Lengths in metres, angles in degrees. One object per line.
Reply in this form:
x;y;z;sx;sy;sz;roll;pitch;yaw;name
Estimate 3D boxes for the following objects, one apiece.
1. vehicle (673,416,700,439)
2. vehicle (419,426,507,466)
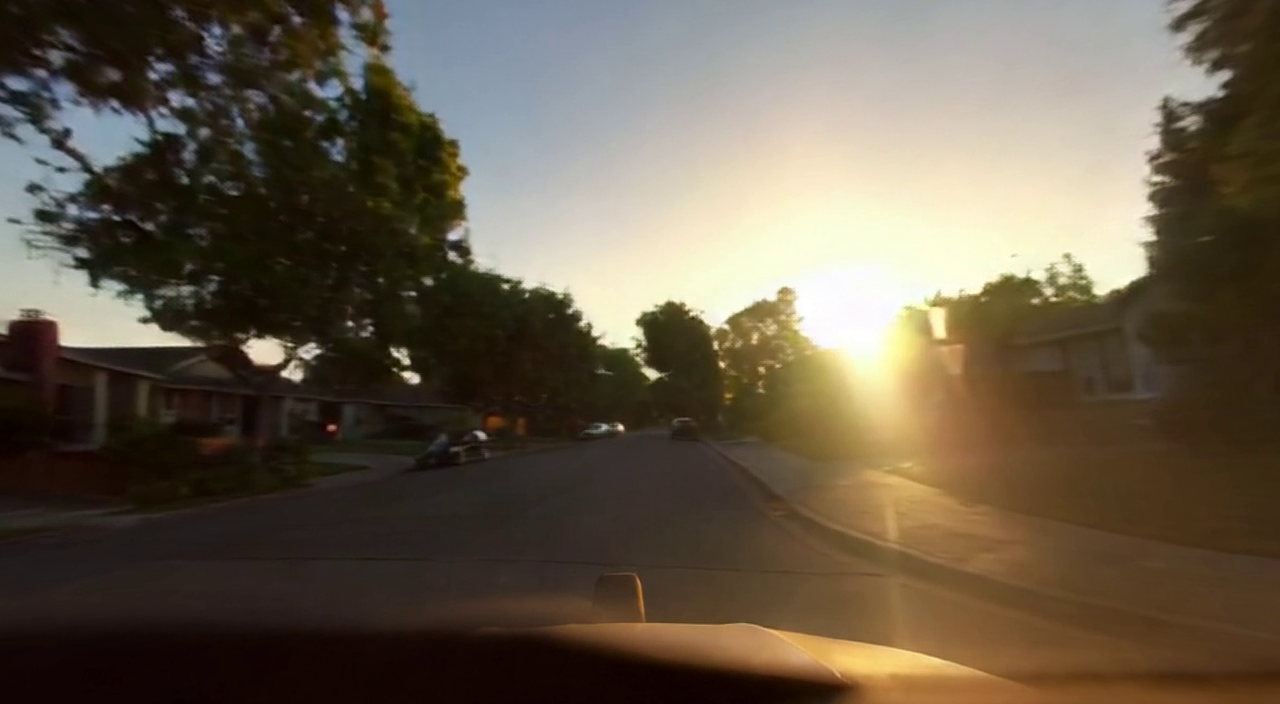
3.609;5.953;49.473;2.018;1.665;4.226;0;-8;3;vehicle
-7.075;3.807;25.738;1.954;1.490;4.292;-1;-8;6;vehicle
